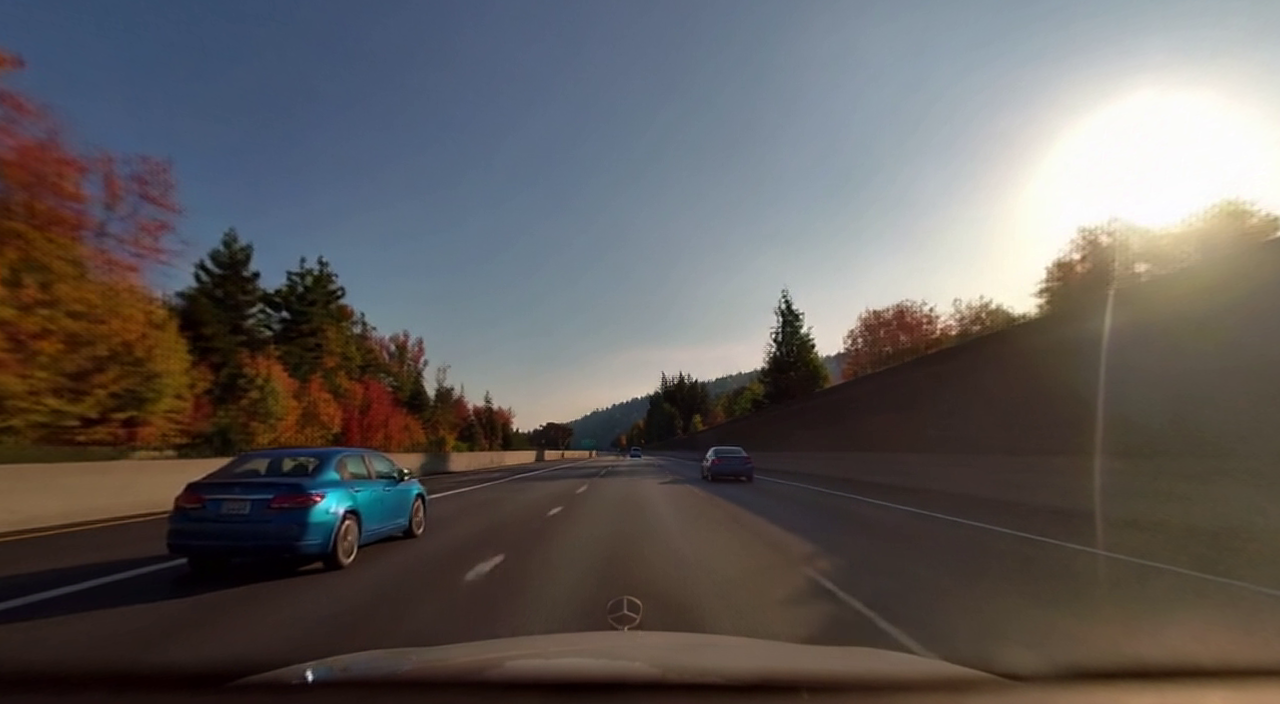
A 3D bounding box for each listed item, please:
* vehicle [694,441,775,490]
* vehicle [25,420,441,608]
[{"bbox_3d":[3.332,4.115,23.194,2.146,1.573,4.661,0,-9,-1],"label":"vehicle"},{"bbox_3d":[-4.096,1.683,7.502,2.010,1.550,4.376,0,-9,0],"label":"vehicle"}]
